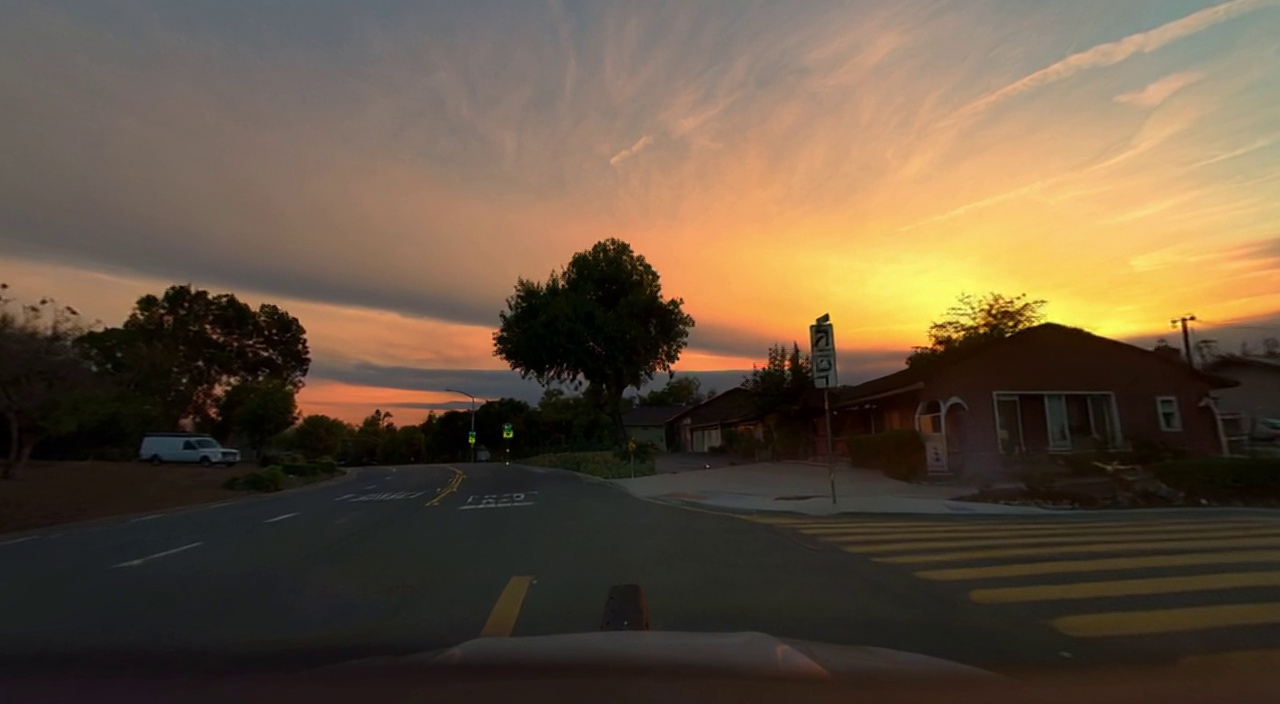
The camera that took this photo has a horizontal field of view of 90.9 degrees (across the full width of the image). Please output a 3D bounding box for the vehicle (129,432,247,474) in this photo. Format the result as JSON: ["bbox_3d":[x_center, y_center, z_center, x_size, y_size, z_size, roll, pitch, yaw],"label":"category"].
[{"bbox_3d":[-23.107,5.160,32.268,4.699,1.996,2.116,-2,-9,11],"label":"vehicle"}]
